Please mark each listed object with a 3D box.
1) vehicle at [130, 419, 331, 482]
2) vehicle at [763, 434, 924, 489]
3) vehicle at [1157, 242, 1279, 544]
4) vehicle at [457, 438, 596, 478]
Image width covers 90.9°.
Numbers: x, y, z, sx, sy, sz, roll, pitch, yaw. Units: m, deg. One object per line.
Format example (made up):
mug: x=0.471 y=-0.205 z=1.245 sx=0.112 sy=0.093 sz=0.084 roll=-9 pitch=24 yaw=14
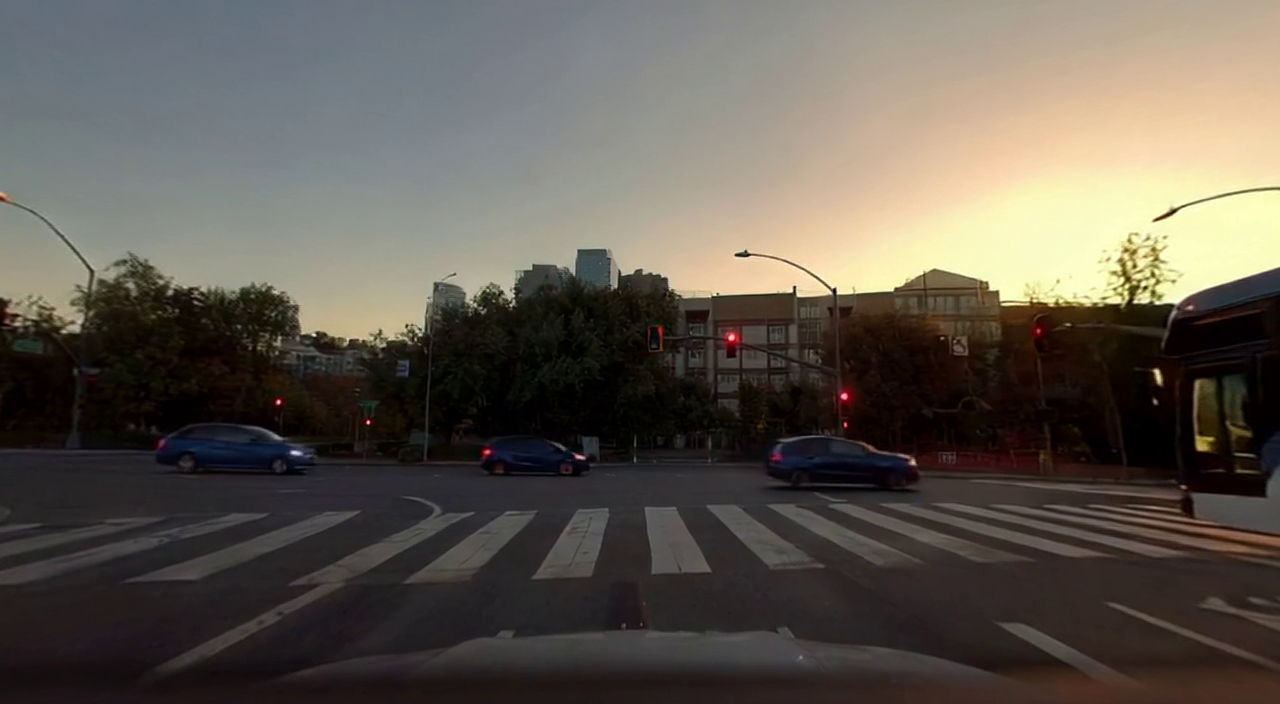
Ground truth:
vehicle: x=-12.078 y=2.934 z=18.997 sx=4.626 sy=1.710 sz=1.891 roll=2 pitch=-9 yaw=-18
vehicle: x=6.898 y=3.734 z=21.479 sx=5.014 sy=1.675 sz=1.906 roll=4 pitch=-9 yaw=-18
vehicle: x=9.584 y=-0.153 z=3.698 sx=2.916 sy=4.009 sz=13.397 roll=-1 pitch=-9 yaw=6
vehicle: x=-4.494 y=4.169 z=25.027 sx=5.203 sy=1.488 sz=1.907 roll=2 pitch=-9 yaw=-17
